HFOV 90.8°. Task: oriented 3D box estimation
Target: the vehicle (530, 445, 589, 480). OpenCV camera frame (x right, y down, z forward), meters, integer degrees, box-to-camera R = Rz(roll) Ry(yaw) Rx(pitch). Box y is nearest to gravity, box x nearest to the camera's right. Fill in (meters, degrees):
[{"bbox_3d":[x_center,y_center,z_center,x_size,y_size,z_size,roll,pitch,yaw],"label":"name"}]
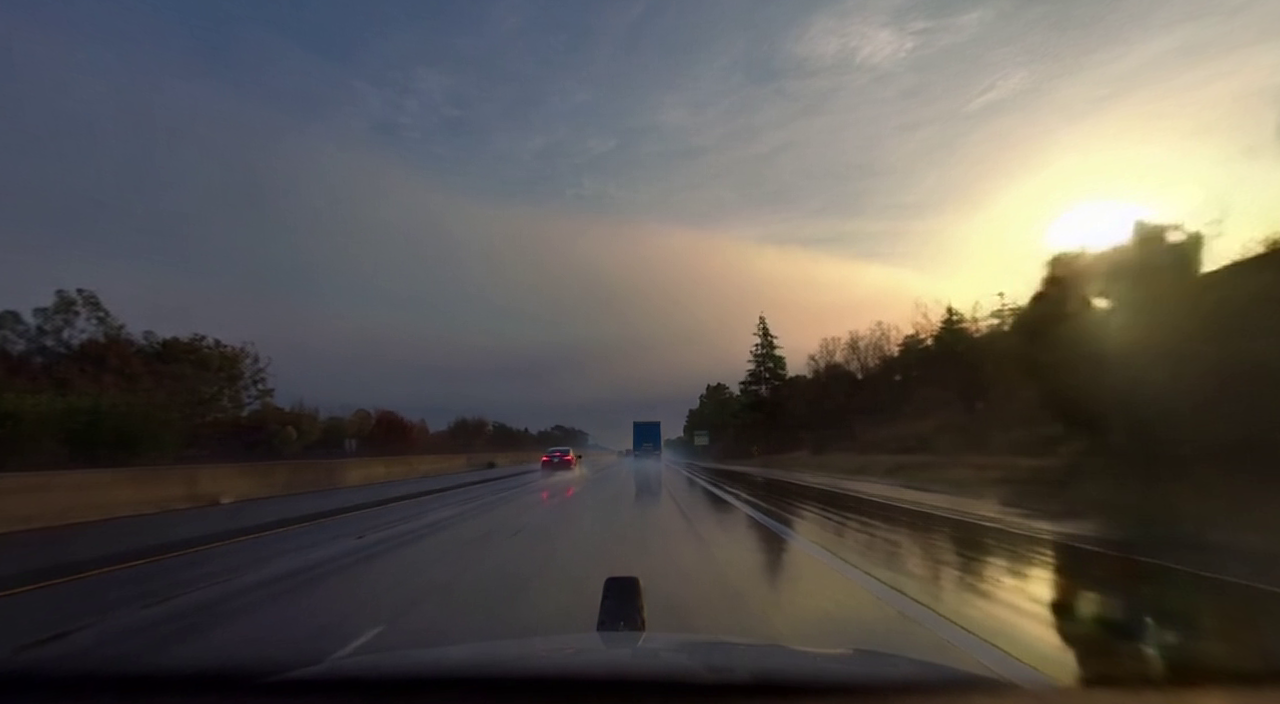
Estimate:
[{"bbox_3d":[-3.819,5.326,30.802,1.999,1.533,4.870,-1,-9,3],"label":"vehicle"}]
